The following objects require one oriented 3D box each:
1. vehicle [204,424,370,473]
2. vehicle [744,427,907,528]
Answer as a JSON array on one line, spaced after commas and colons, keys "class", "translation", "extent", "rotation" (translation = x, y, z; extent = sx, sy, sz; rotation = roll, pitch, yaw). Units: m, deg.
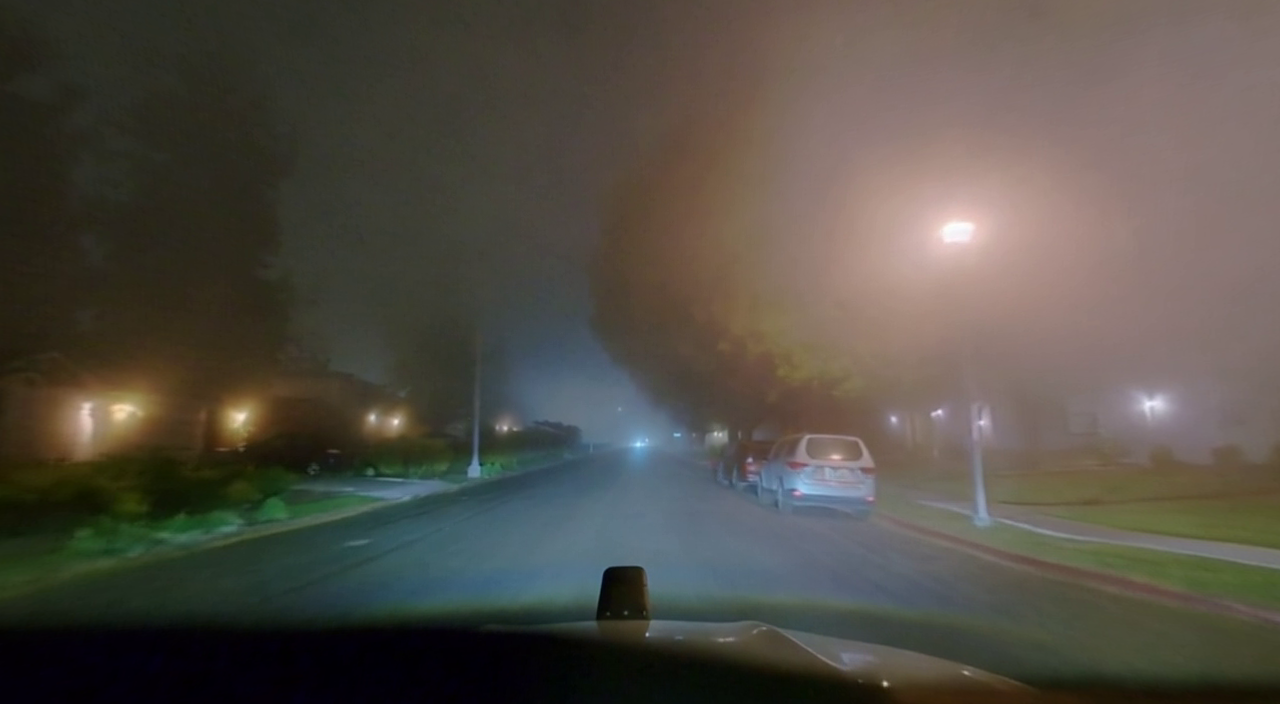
[{"class": "vehicle", "translation": [-12.695, 3.476, 22.851], "extent": [4.906, 1.564, 1.988], "rotation": [1, -8, 6]}, {"class": "vehicle", "translation": [3.655, 2.555, 13.482], "extent": [2.046, 1.760, 4.570], "rotation": [0, -8, 0]}]
